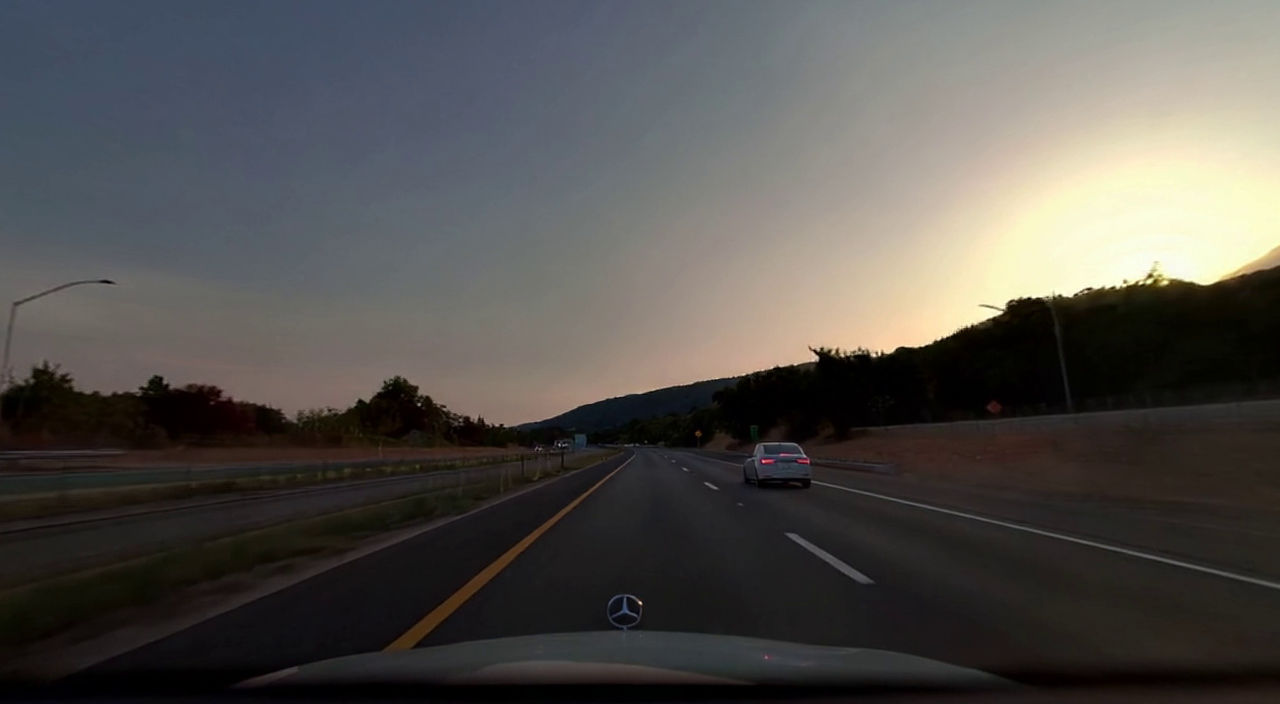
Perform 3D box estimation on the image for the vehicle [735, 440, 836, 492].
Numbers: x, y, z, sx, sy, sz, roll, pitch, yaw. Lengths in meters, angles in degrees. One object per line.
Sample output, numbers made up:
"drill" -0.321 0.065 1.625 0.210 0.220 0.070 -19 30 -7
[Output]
"vehicle" 4.335 3.445 19.455 2.124 1.405 4.398 0 -8 1
